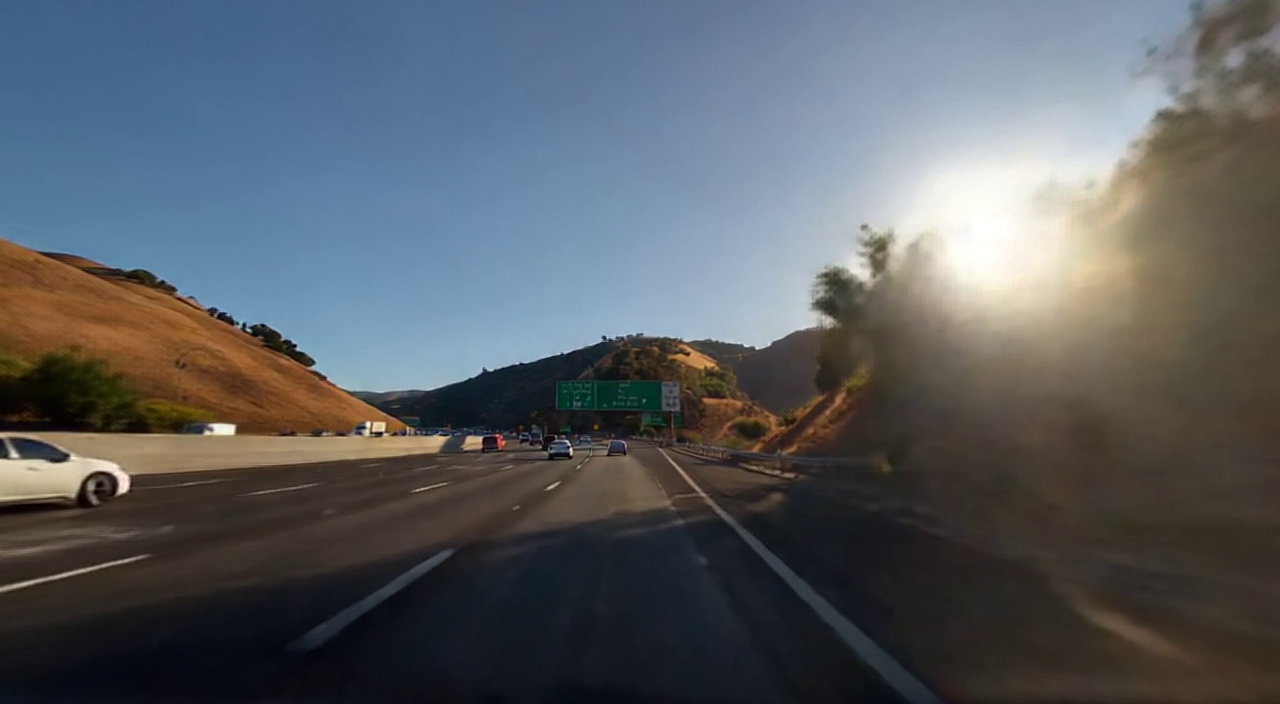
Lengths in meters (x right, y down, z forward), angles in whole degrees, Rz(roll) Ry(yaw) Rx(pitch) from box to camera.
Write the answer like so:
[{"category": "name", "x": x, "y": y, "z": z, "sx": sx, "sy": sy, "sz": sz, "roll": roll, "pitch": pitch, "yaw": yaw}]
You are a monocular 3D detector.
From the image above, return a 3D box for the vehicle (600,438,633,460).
[{"category": "vehicle", "x": -1.803, "y": 7.489, "z": 48.623, "sx": 2.421, "sy": 1.594, "sz": 4.248, "roll": 0, "pitch": -8, "yaw": -2}]

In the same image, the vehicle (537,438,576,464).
[{"category": "vehicle", "x": -5.344, "y": 6.419, "z": 40.942, "sx": 2.060, "sy": 1.631, "sz": 4.214, "roll": 0, "pitch": -8, "yaw": -1}]

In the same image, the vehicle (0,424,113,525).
[{"category": "vehicle", "x": -11.502, "y": 1.994, "z": 10.203, "sx": 2.047, "sy": 1.645, "sz": 4.451, "roll": 0, "pitch": -8, "yaw": -1}]
